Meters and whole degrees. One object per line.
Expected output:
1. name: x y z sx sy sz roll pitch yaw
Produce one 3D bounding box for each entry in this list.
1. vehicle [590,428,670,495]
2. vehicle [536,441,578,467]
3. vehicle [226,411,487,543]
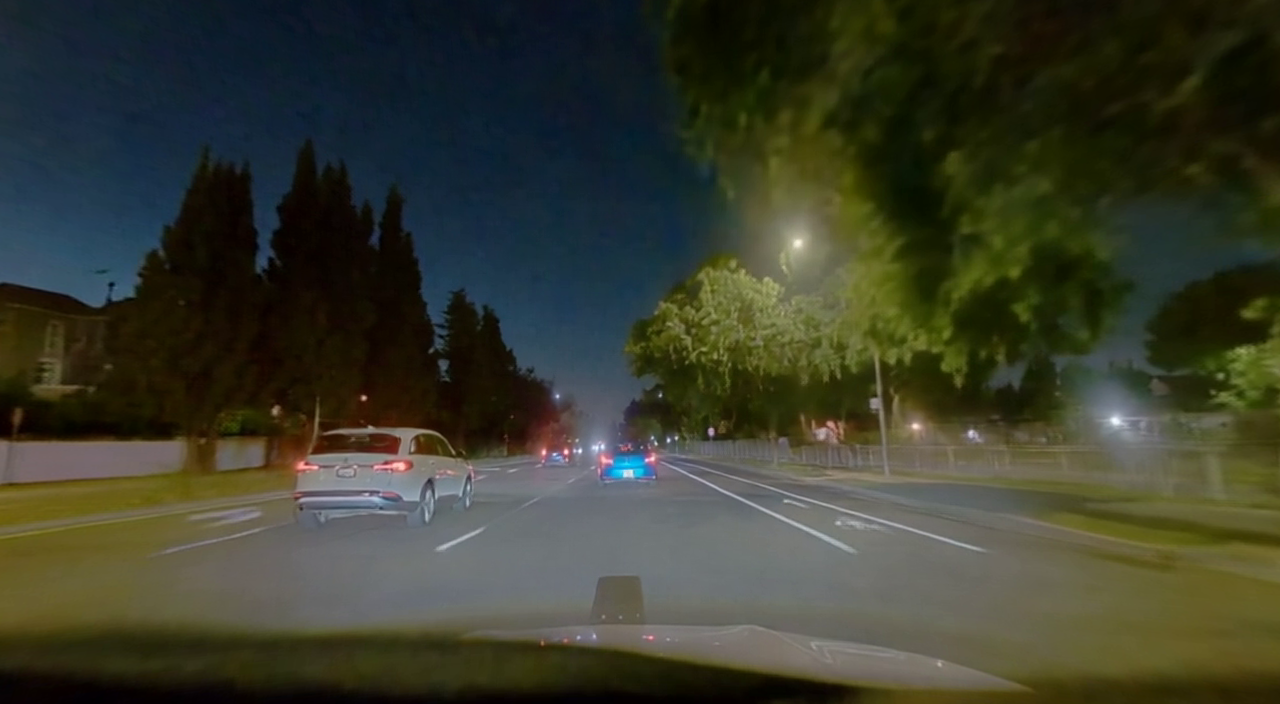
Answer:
1. vehicle: -0.321 3.232 19.001 2.131 1.761 4.242 0 -8 -1
2. vehicle: -4.968 6.168 38.509 2.014 1.493 4.658 0 -8 -1
3. vehicle: -4.285 1.975 10.644 2.243 1.722 4.621 0 -8 0
